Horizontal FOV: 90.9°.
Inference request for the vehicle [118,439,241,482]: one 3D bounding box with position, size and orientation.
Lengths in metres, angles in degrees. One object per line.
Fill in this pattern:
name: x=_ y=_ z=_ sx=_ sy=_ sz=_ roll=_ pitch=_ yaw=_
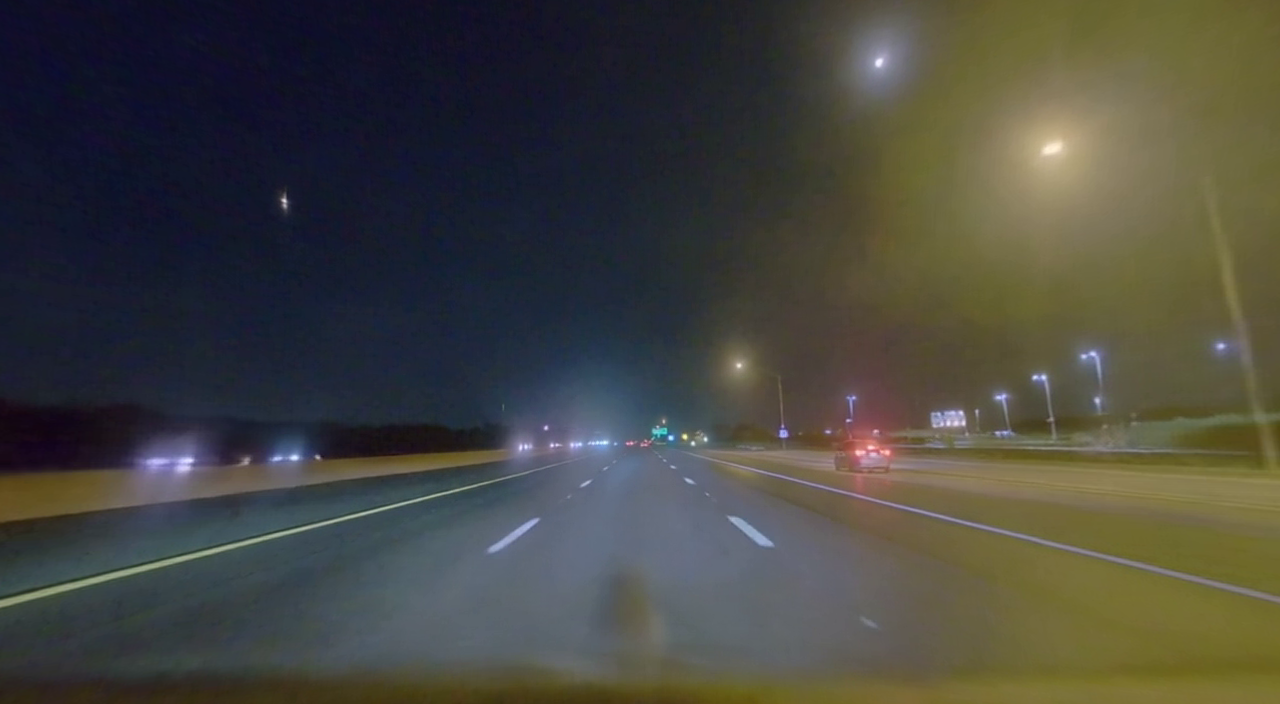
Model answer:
vehicle: x=-23.225 y=5.459 z=32.185 sx=2.111 sy=1.937 sz=5.530 roll=-1 pitch=-8 yaw=0
